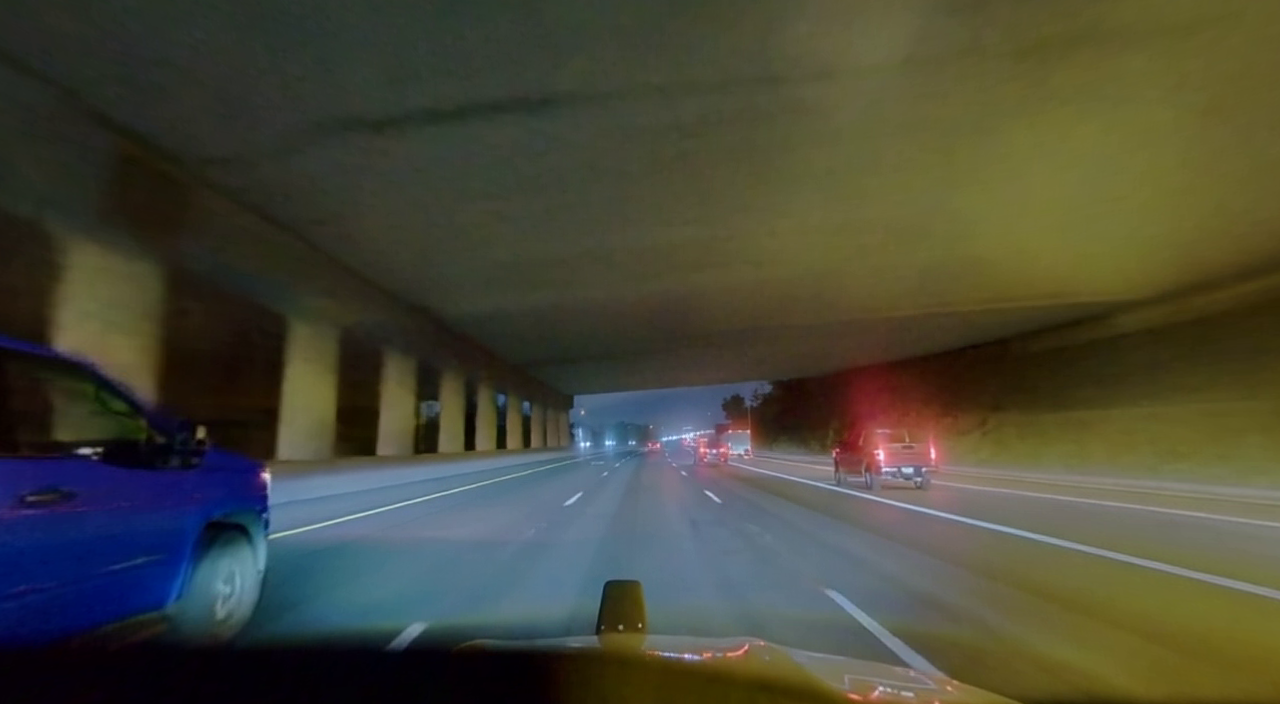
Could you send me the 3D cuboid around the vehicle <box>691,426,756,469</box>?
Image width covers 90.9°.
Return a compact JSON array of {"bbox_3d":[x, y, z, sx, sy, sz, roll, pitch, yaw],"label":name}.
[{"bbox_3d":[4.188,4.965,32.733,2.505,2.020,5.532,0,-8,-1],"label":"vehicle"}]
